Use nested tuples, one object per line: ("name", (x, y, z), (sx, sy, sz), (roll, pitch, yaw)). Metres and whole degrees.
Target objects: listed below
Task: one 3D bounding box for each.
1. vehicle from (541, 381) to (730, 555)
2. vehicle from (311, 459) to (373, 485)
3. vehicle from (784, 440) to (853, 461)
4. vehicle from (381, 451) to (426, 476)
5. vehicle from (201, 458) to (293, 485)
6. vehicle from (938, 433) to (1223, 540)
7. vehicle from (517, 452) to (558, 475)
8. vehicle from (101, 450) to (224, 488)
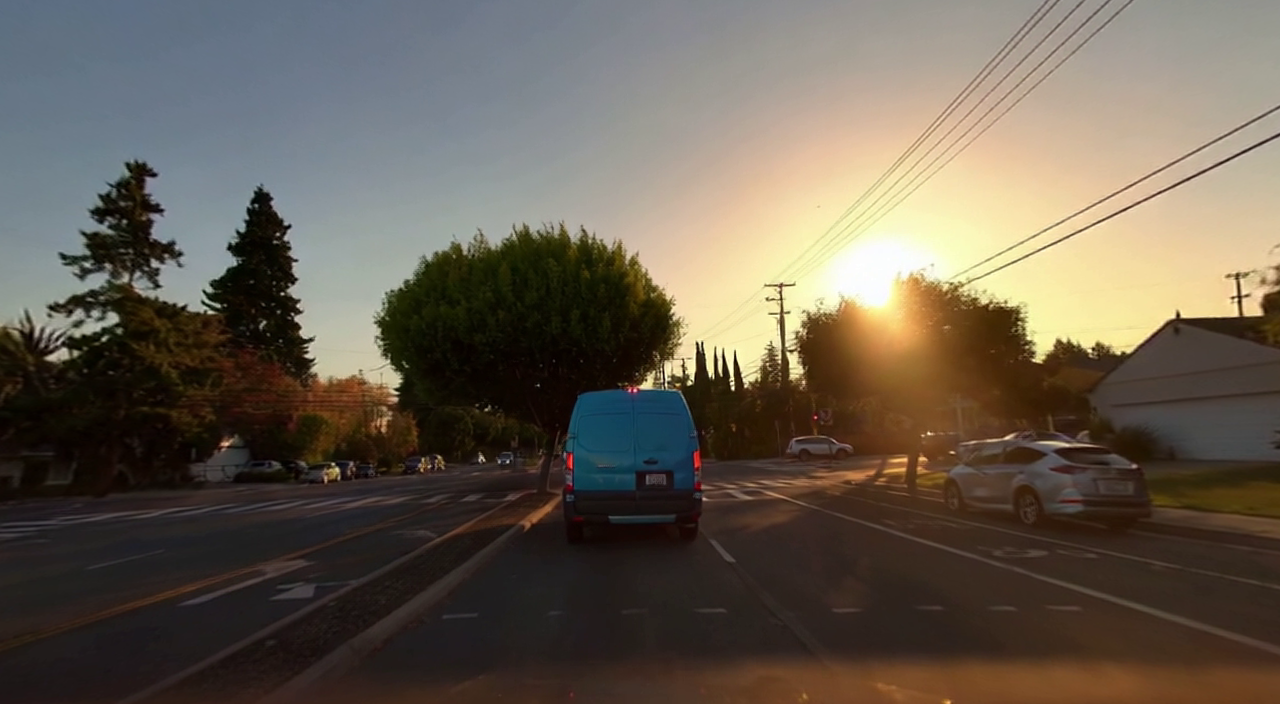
("vehicle", (-0.206, 1.799, 10.369), (2.342, 2.142, 4.809), (0, -9, -4))
("vehicle", (-18.379, 7.414, 39.154), (1.816, 1.445, 4.120), (0, -9, 1))
("vehicle", (13.034, 7.237, 46.302), (4.483, 1.463, 1.805), (0, -9, 0))
("vehicle", (-17.958, 8.449, 48.216), (1.841, 1.769, 4.105), (0, -9, -1))
("vehicle", (-27.327, 8.332, 44.095), (4.972, 1.776, 2.057), (0, -9, -1))
("vehicle", (7.347, 2.247, 11.221), (1.883, 1.504, 4.220), (0, -9, -2))
("vehicle", (-7.100, 7.758, 44.258), (1.962, 1.481, 4.434), (-1, -9, 3))
("vehicle", (-26.882, 6.597, 35.700), (5.026, 2.017, 2.215), (0, -9, -1))
